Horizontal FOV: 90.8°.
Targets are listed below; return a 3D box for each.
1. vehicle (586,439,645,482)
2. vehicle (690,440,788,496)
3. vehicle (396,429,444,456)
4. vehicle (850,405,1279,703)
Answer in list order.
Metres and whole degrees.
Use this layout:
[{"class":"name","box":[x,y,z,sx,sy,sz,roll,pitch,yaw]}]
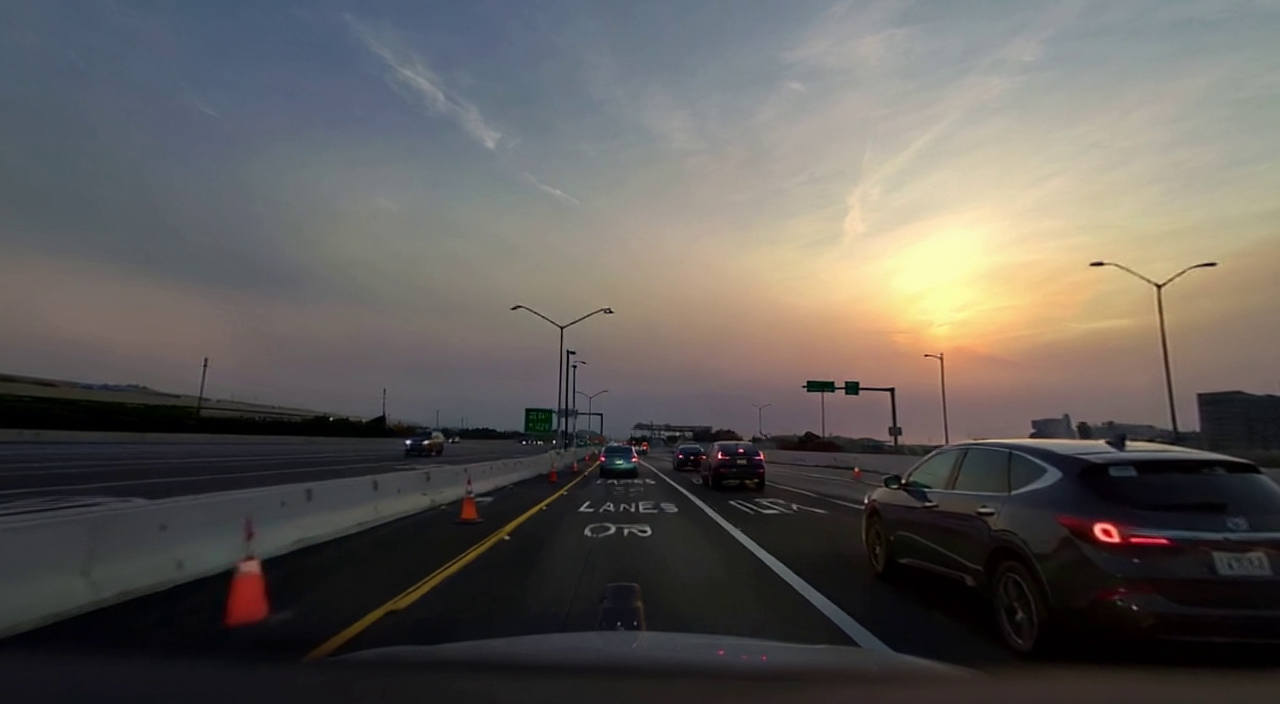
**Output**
[{"class":"vehicle","box":[-0.873,4.103,24.126,2.069,1.470,4.004,0,-8,-1]},{"class":"vehicle","box":[2.786,3.381,18.853,2.042,1.460,4.451,0,-8,-2]},{"class":"vehicle","box":[-16.854,6.969,48.606,2.113,1.925,4.606,0,-8,-1]},{"class":"vehicle","box":[3.169,1.219,4.213,1.996,1.455,4.281,0,-8,-1]}]
